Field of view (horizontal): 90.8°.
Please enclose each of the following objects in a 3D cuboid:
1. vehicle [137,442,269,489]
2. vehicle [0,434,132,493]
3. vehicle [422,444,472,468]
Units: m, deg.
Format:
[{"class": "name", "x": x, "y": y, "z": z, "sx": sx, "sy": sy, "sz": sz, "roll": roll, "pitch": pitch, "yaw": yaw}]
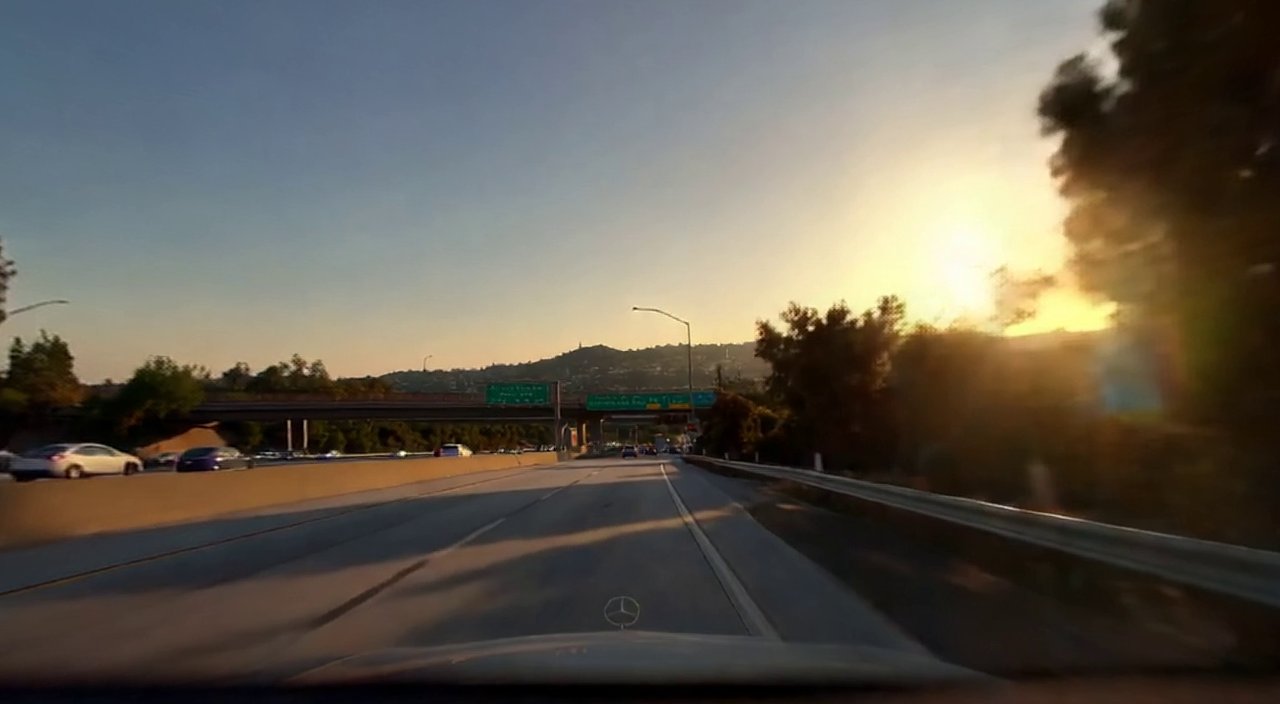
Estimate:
[{"class": "vehicle", "x": -15.790, "y": 4.104, "z": 23.188, "sx": 1.829, "sy": 1.520, "sz": 4.505, "roll": 0, "pitch": -9, "yaw": -4}, {"class": "vehicle", "x": -19.517, "y": 3.622, "z": 20.803, "sx": 2.049, "sy": 1.718, "sz": 4.445, "roll": 0, "pitch": -9, "yaw": -4}, {"class": "vehicle", "x": -13.315, "y": 7.171, "z": 43.848, "sx": 2.271, "sy": 1.537, "sz": 4.029, "roll": 0, "pitch": -9, "yaw": -2}]
